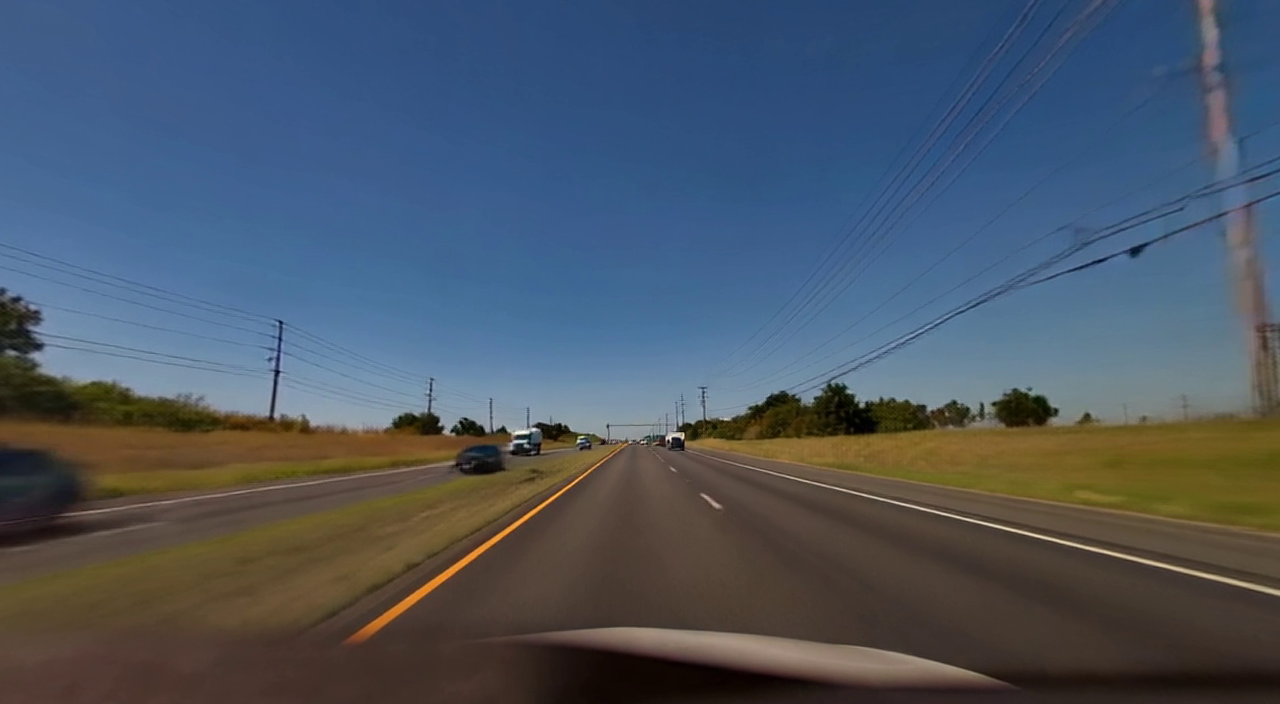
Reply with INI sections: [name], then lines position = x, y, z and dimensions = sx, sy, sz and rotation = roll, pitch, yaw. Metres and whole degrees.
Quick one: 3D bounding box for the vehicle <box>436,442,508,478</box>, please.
[vehicle]
position = -7.705, 4.965, 29.355
dimensions = 2.037, 1.484, 4.694
rotation = -1, -8, 0
